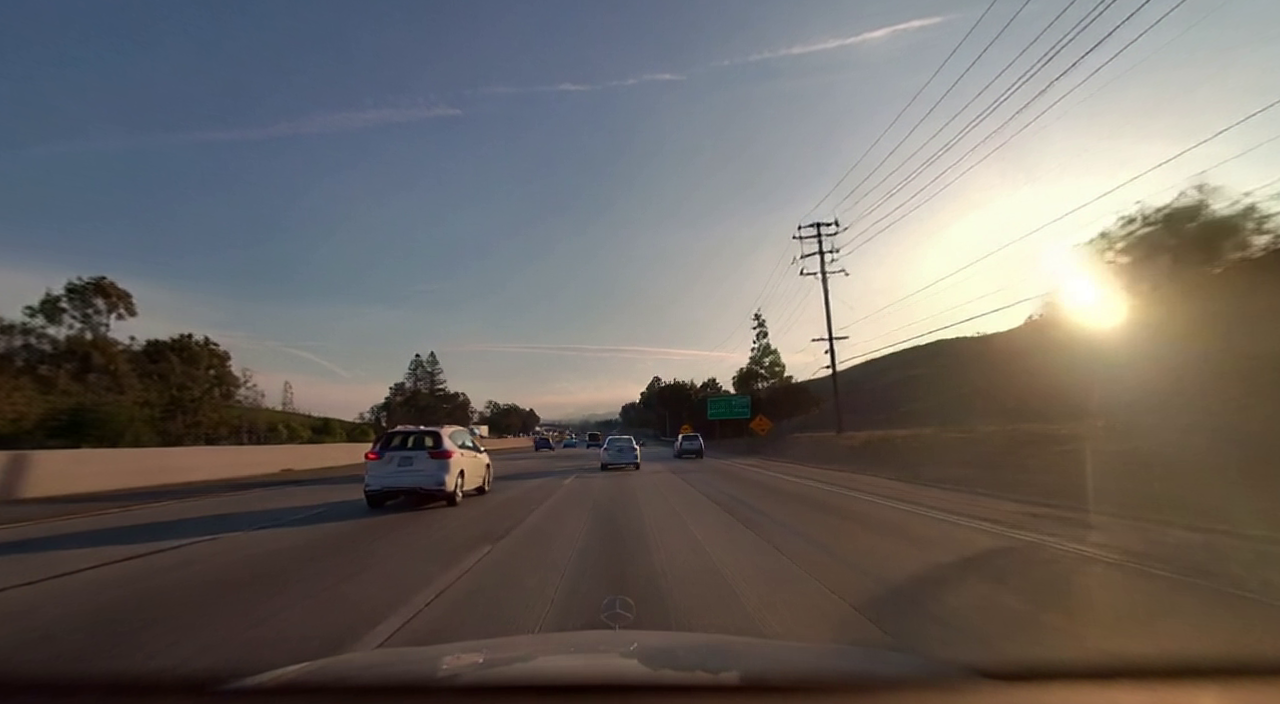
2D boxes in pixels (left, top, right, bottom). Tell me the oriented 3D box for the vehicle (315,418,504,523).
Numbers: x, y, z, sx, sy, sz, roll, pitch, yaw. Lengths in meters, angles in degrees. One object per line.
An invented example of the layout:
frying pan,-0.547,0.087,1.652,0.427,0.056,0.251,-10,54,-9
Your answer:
vehicle,-4.063,2.141,12.087,1.901,1.601,4.610,0,-7,-1

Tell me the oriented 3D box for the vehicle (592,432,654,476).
vehicle,-0.602,3.676,23.079,2.086,1.488,3.440,0,-7,-1

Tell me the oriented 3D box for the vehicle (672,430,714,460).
vehicle,3.134,5.569,38.073,1.950,1.695,4.446,0,-8,-2
